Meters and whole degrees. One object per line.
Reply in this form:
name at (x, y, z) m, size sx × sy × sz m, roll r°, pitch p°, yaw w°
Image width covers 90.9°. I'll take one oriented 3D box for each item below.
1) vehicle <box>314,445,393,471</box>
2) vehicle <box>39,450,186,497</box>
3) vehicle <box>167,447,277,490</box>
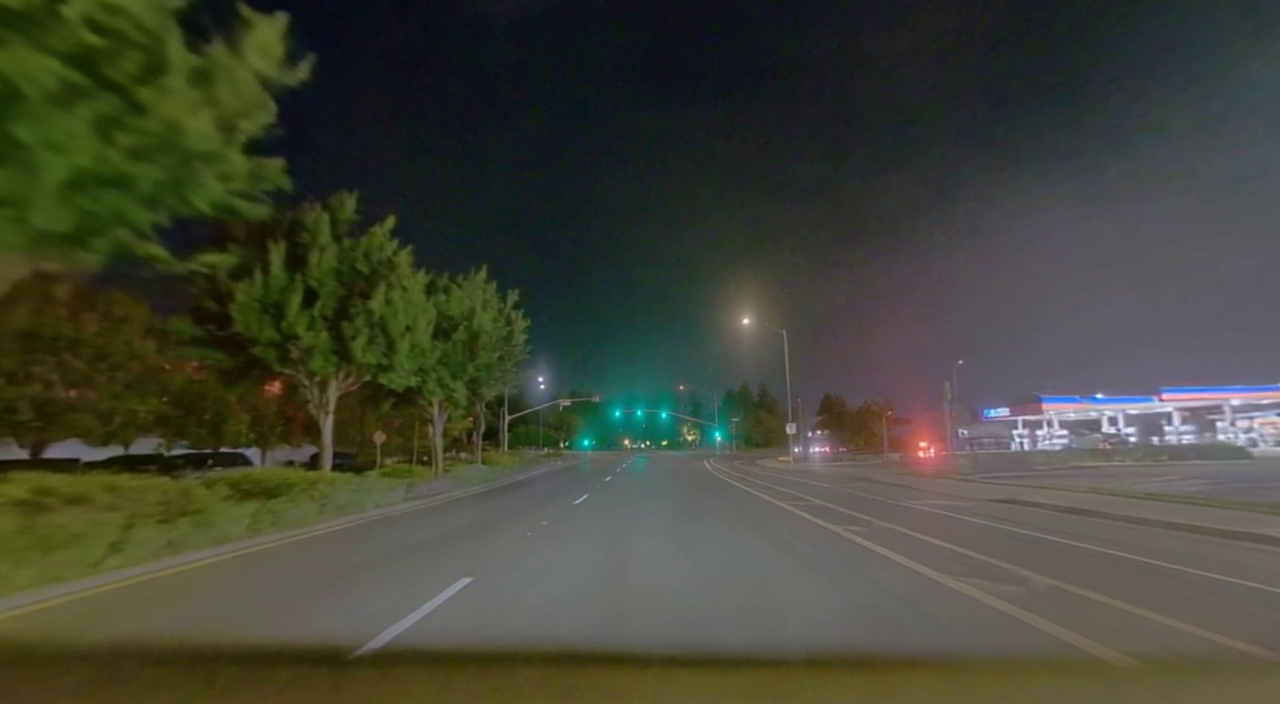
vehicle at (-22.584, 8.344, 49.865) m, size 5.215 × 1.887 × 2.213 m, roll 0°, pitch -9°, yaw -8°
vehicle at (-23.758, 5.460, 28.526) m, size 4.634 × 1.977 × 2.282 m, roll -1°, pitch -9°, yaw 3°
vehicle at (-24.180, 6.712, 36.594) m, size 5.040 × 2.072 × 1.949 m, roll -3°, pitch -6°, yaw 0°
